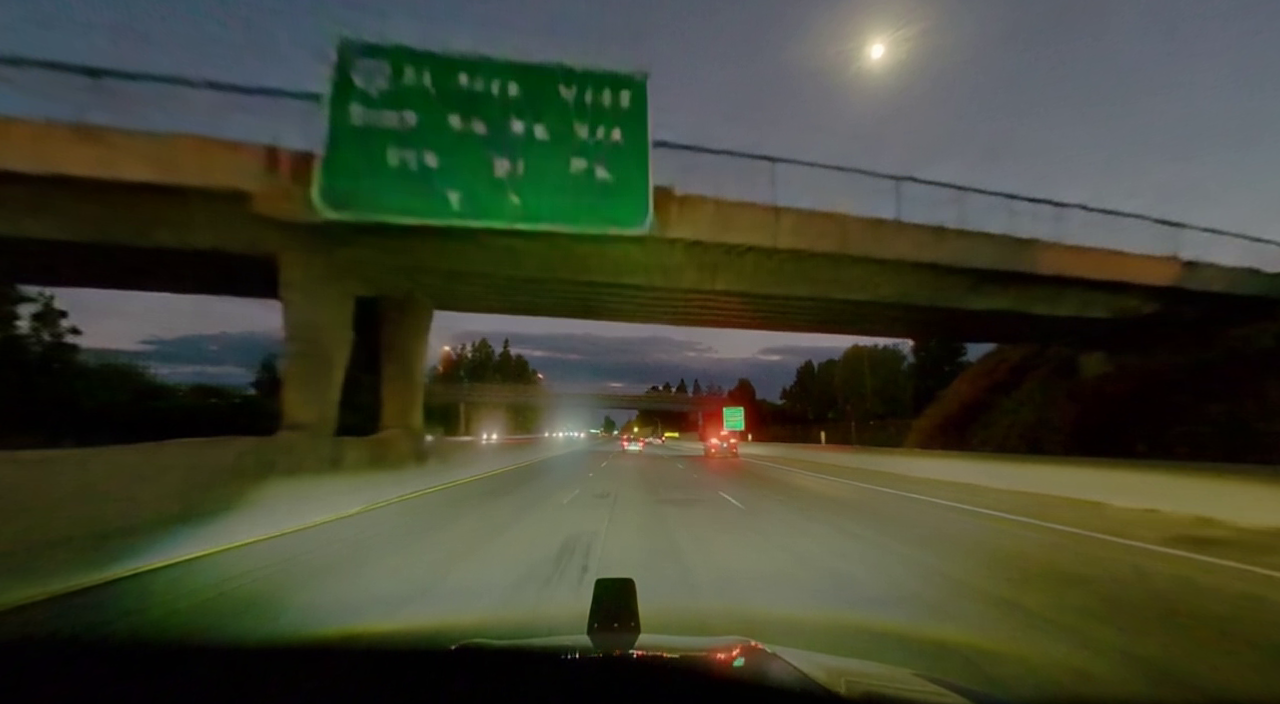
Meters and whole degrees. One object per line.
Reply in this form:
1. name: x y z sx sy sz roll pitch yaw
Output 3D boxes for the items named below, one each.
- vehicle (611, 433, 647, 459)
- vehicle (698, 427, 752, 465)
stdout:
1. vehicle: -0.667 5.459 36.694 1.987 1.440 3.565 0 -8 -2
2. vehicle: 3.876 4.344 29.321 1.892 1.600 3.782 0 -8 -2
